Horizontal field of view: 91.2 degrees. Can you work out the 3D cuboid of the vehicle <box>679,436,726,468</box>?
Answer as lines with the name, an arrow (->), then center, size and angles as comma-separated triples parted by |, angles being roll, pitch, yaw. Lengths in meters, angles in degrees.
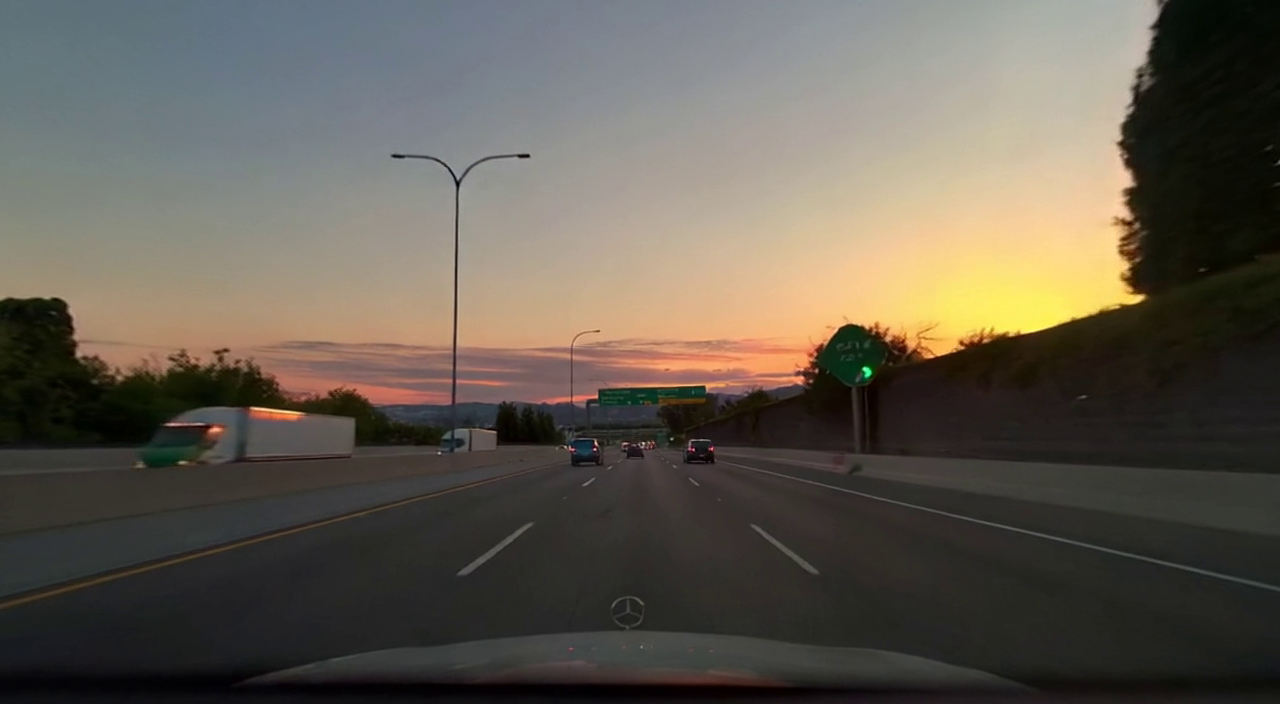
vehicle -> 3.521, 5.706, 36.005 | 2.202, 1.682, 4.188 | 0, -8, 0

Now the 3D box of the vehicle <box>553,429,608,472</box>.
vehicle -> -3.061, 5.222, 33.383 | 2.291, 2.052, 4.887 | 0, -8, 1

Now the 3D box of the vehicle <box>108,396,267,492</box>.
vehicle -> -21.299, 4.390, 30.124 | 2.967, 4.087, 6.094 | 0, -8, -1
